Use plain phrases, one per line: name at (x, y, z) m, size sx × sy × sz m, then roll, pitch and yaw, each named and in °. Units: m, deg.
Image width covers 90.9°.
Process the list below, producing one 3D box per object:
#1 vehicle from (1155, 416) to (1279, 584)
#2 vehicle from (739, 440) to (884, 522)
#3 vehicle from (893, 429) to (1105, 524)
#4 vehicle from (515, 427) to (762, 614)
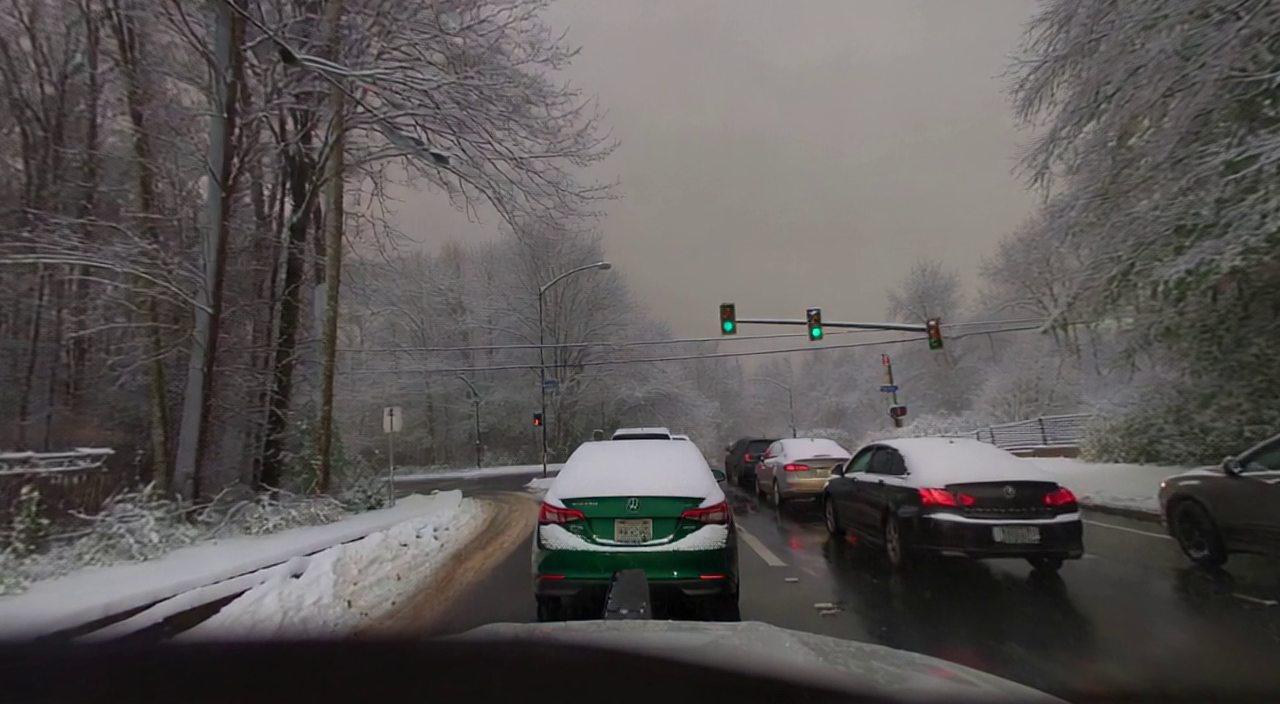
vehicle at (6.929, 1.338, 5.583) m, size 1.783 × 1.572 × 3.421 m, roll 0°, pitch -9°, yaw 1°
vehicle at (3.528, 2.739, 13.929) m, size 1.934 × 1.494 × 4.446 m, roll 0°, pitch -9°, yaw 0°
vehicle at (7.016, 2.475, 12.943) m, size 1.923 × 1.611 × 4.094 m, roll 0°, pitch -9°, yaw 0°
vehicle at (0.010, 1.688, 7.164) m, size 2.015 × 1.502 × 3.898 m, roll 0°, pitch -9°, yaw 1°
